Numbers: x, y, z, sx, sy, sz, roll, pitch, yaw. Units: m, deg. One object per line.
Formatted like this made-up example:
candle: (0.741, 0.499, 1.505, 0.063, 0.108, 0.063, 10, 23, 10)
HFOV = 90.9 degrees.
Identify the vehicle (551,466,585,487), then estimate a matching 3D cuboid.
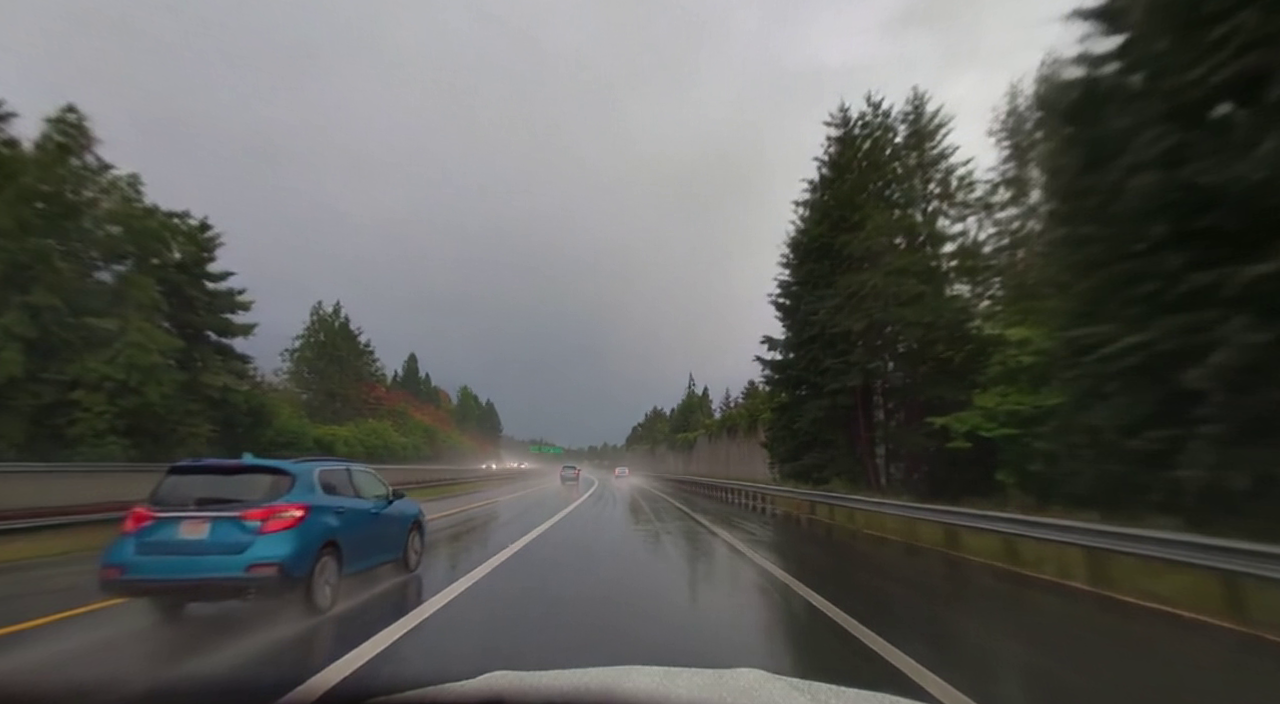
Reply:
vehicle: (-5.620, 9.784, 49.637, 2.310, 1.521, 4.731, 1, -11, -3)

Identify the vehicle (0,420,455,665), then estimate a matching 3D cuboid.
vehicle: (-3.883, 1.707, 6.684, 2.328, 1.559, 5.041, 1, -11, -1)
